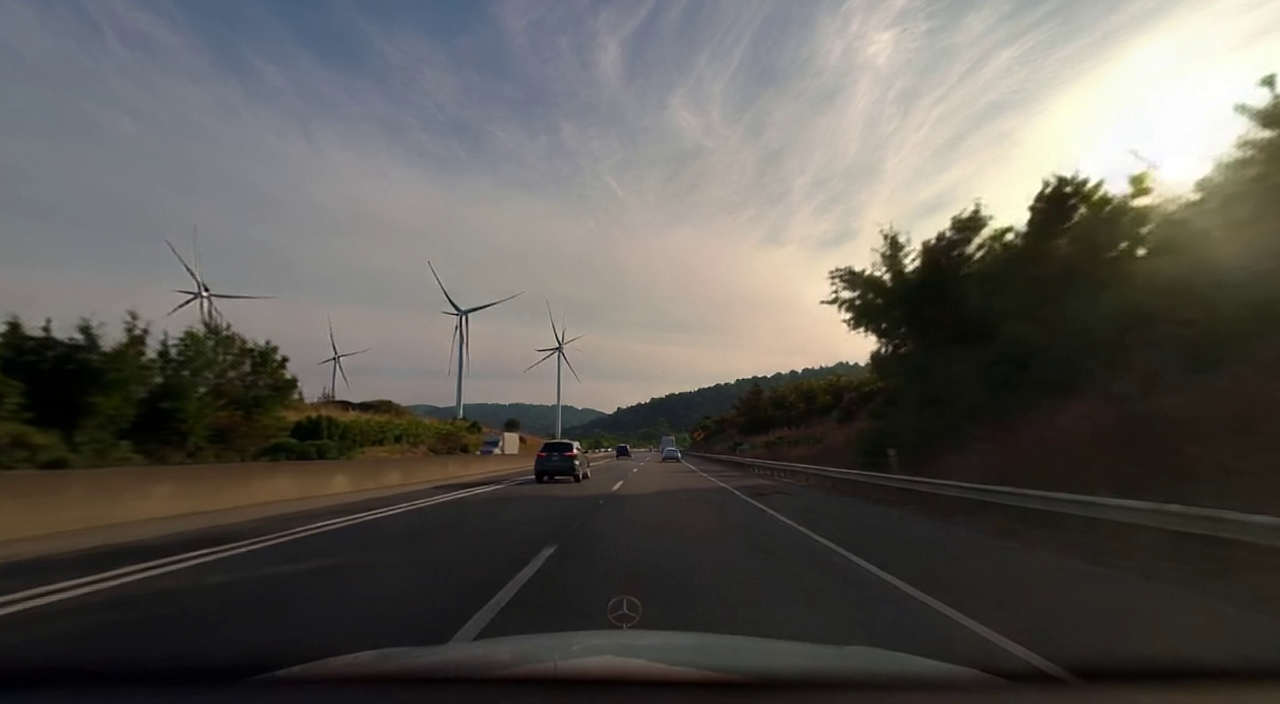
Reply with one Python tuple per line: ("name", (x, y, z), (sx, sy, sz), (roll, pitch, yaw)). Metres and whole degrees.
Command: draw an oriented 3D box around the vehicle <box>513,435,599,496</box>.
("vehicle", (-2.540, 3.567, 20.137), (2.038, 1.723, 4.150), (0, -9, 2))
